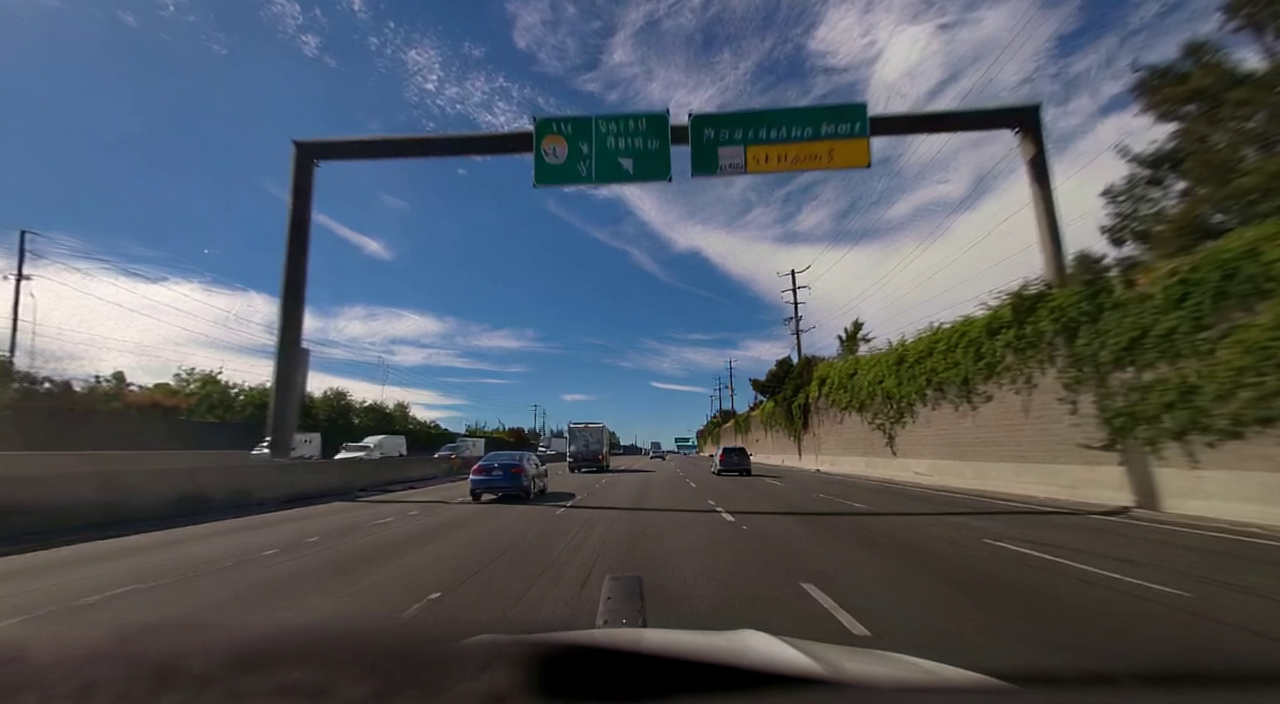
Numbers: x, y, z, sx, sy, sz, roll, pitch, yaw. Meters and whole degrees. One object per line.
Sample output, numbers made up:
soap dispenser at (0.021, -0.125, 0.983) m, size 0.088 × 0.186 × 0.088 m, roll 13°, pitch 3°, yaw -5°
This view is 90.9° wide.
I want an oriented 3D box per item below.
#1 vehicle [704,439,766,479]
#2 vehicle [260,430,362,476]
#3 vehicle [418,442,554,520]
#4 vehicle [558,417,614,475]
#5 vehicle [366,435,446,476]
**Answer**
vehicle at (4.565, 5.209, 31.033) m, size 2.214 × 1.799 × 4.627 m, roll 0°, pitch -9°, yaw -1°
vehicle at (-19.251, 5.982, 37.416) m, size 2.216 × 2.481 × 6.712 m, roll 0°, pitch -9°, yaw 2°
vehicle at (-3.289, 2.839, 14.375) m, size 2.004 × 1.498 × 4.043 m, roll 0°, pitch -9°, yaw 1°
vehicle at (-3.086, 5.640, 37.879) m, size 2.632 × 3.153 × 6.879 m, roll 0°, pitch -9°, yaw 1°
vehicle at (-15.046, 6.675, 41.015) m, size 2.430 × 2.421 × 6.683 m, roll 0°, pitch -9°, yaw 2°
